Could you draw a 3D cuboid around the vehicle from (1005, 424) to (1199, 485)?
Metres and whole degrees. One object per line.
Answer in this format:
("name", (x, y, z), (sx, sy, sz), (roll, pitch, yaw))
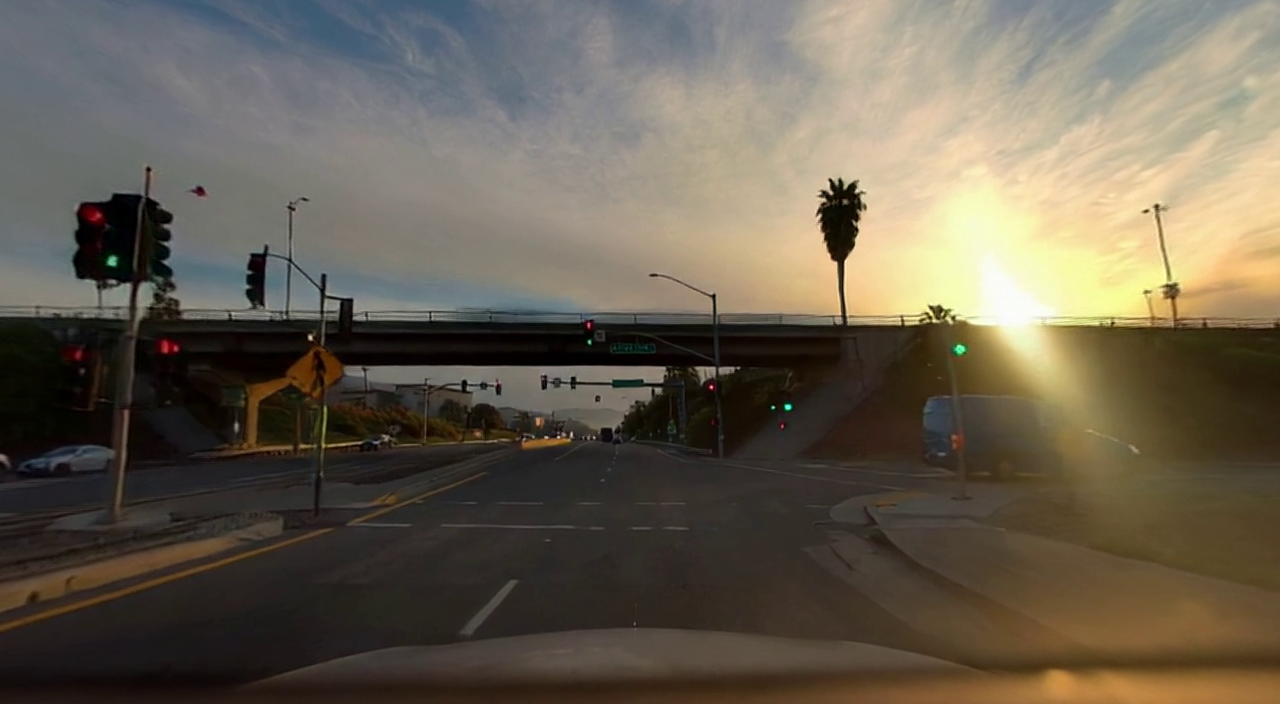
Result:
("vehicle", (17.518, 3.905, 24.096), (6.055, 2.140, 2.266), (2, -8, -10))

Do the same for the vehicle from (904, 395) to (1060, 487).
("vehicle", (12.258, 3.208, 22.793), (4.180, 3.020, 2.606), (3, -9, -18))

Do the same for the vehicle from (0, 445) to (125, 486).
("vehicle", (-25.425, 4.809, 26.960), (4.925, 1.634, 2.219), (0, -9, 2))
